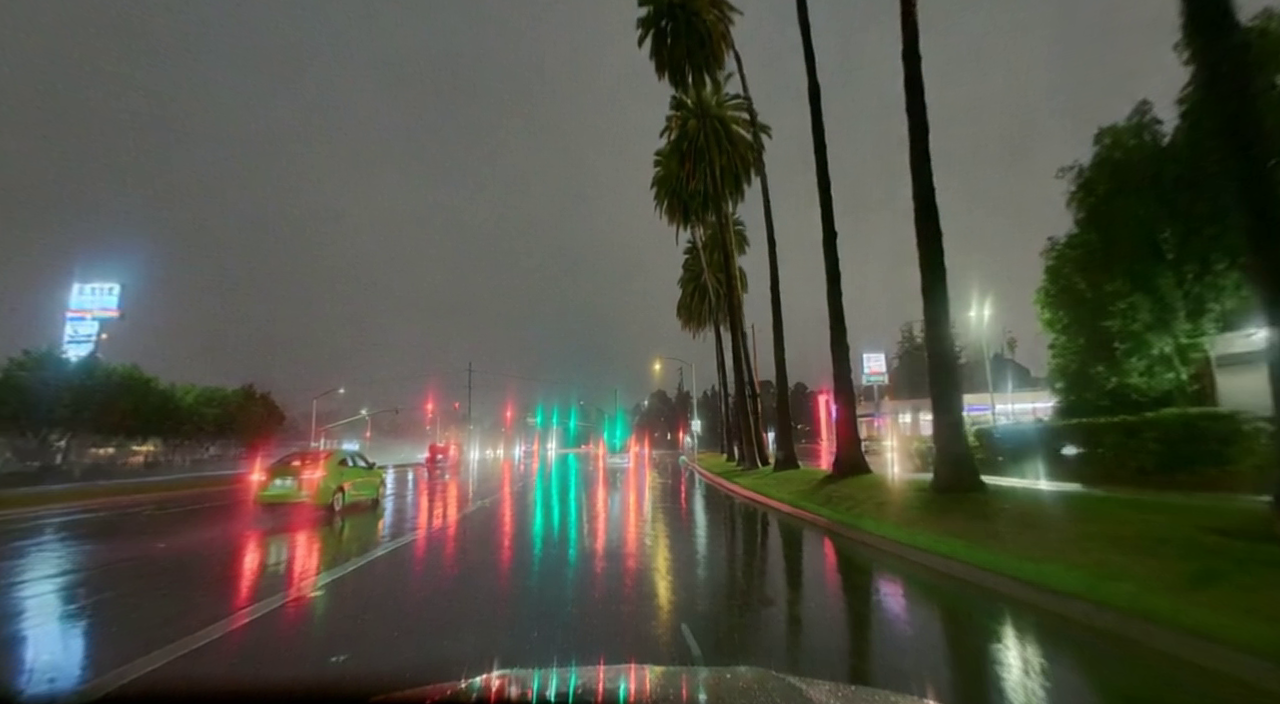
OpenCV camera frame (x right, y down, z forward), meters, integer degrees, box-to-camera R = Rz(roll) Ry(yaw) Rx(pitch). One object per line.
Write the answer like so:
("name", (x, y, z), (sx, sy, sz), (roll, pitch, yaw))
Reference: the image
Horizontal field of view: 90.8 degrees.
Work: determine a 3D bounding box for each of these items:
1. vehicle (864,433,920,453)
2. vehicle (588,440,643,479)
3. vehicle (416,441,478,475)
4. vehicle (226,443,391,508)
("vehicle", (19.227, 7.005, 48.423), (1.882, 1.463, 4.550), (1, -10, -7))
("vehicle", (-0.973, 4.602, 27.363), (2.070, 1.493, 4.570), (-1, -9, 2))
("vehicle", (-10.292, 5.687, 34.159), (2.108, 1.669, 5.076), (0, -9, -4))
("vehicle", (-8.553, 3.183, 16.862), (1.958, 1.455, 4.504), (-1, -8, 0))
